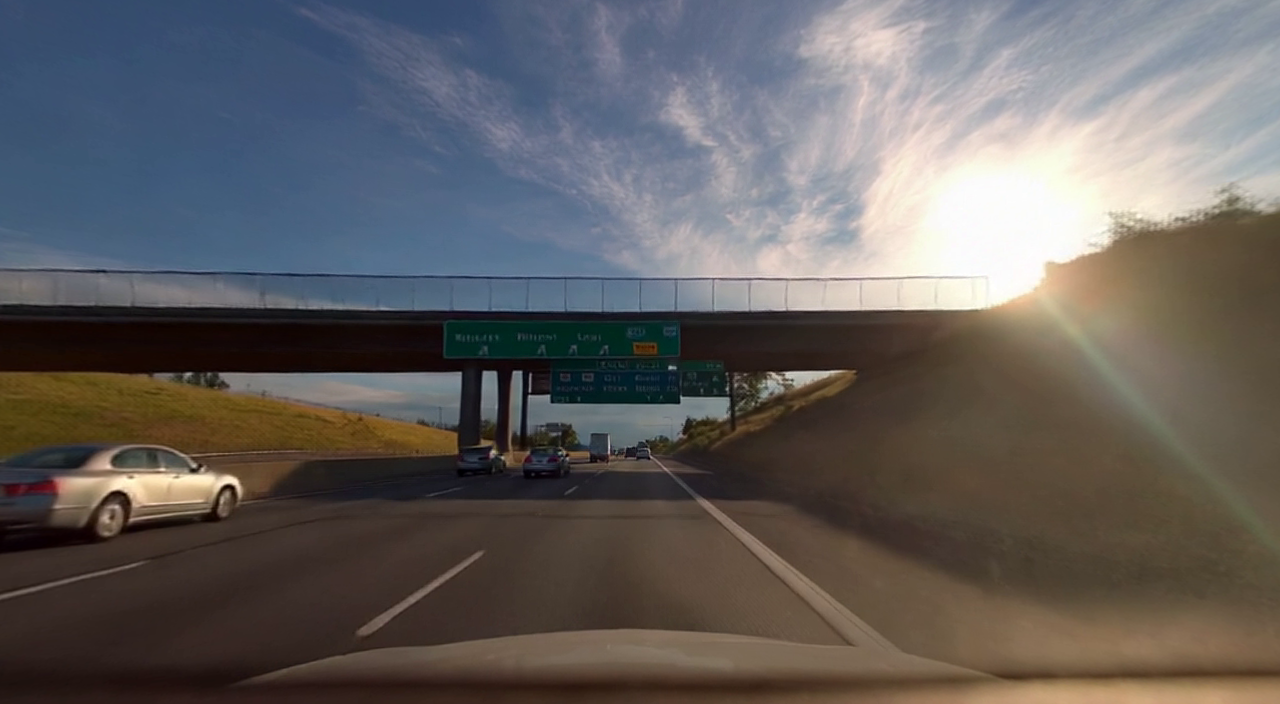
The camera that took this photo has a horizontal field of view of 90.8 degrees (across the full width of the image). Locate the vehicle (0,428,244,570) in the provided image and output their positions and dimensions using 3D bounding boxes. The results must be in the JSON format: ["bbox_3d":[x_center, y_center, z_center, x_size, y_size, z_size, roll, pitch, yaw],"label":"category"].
[{"bbox_3d":[-7.855,1.838,8.448,2.009,1.500,4.741,0,-9,0],"label":"vehicle"}]

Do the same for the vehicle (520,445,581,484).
[{"bbox_3d":[-3.538,4.528,25.546,1.924,1.436,3.915,0,-9,0],"label":"vehicle"}]

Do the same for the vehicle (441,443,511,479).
[{"bbox_3d":[-7.506,5.047,29.401,2.091,1.558,4.220,0,-9,1],"label":"vehicle"}]
